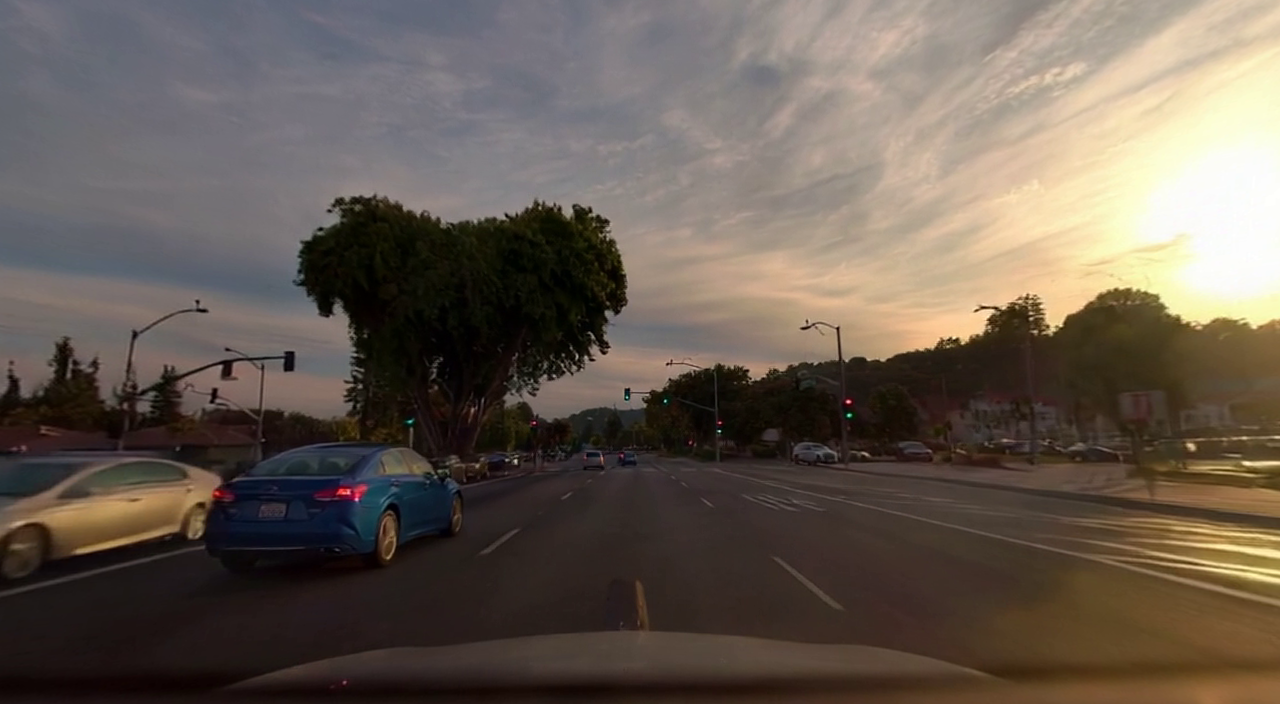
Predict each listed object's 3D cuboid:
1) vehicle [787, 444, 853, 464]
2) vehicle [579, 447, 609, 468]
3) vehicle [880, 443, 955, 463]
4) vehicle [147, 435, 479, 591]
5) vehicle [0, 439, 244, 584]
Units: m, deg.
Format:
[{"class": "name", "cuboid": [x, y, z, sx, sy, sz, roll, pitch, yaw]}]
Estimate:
[{"class": "vehicle", "cuboid": [14.064, 7.996, 49.554, 4.568, 1.470, 1.854, 0, -9, -1]}, {"class": "vehicle", "cuboid": [-3.552, 8.280, 49.778, 2.103, 1.592, 4.160, 0, -9, 0]}, {"class": "vehicle", "cuboid": [21.849, 7.961, 49.884, 4.978, 1.543, 1.933, 0, -9, -1]}, {"class": "vehicle", "cuboid": [-3.584, 1.822, 8.079, 1.905, 1.418, 4.396, 0, -9, 0]}, {"class": "vehicle", "cuboid": [-7.437, 1.854, 7.977, 1.920, 1.456, 4.534, 0, -9, 0]}]
